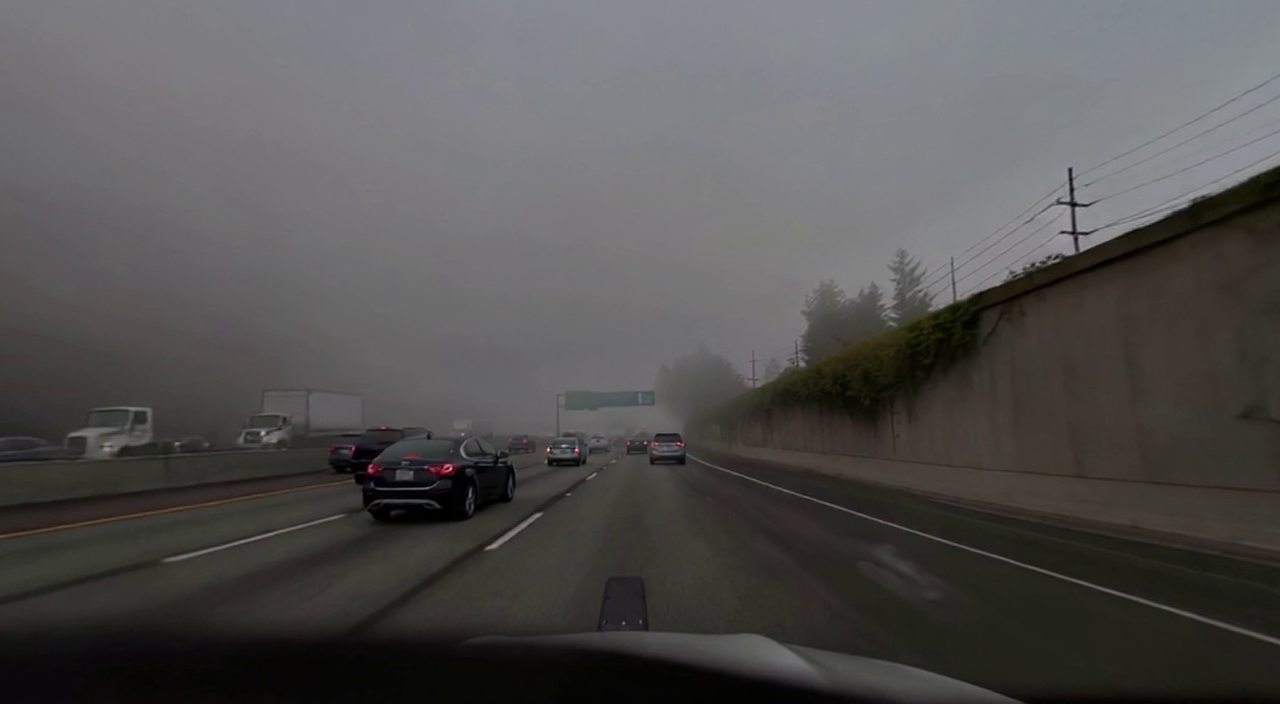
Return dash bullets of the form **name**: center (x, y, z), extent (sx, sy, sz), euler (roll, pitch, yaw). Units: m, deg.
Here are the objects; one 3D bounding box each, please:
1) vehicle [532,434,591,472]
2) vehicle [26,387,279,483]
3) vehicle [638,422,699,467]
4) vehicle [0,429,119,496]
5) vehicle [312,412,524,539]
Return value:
- **vehicle**: center (-3.504, 4.583, 28.947), extent (2.049, 1.530, 4.707), euler (-1, -8, 1)
- **vehicle**: center (-19.851, 3.566, 26.932), extent (2.980, 3.309, 9.603), euler (-1, -8, 1)
- **vehicle**: center (1.360, 4.904, 33.516), extent (2.793, 2.132, 5.682), euler (-1, -8, -1)
- **vehicle**: center (-16.077, 2.766, 15.886), extent (1.848, 1.574, 4.688), euler (-1, -8, 1)
- **vehicle**: center (-3.500, 2.020, 11.044), extent (2.026, 1.719, 4.490), euler (-1, -8, 1)
